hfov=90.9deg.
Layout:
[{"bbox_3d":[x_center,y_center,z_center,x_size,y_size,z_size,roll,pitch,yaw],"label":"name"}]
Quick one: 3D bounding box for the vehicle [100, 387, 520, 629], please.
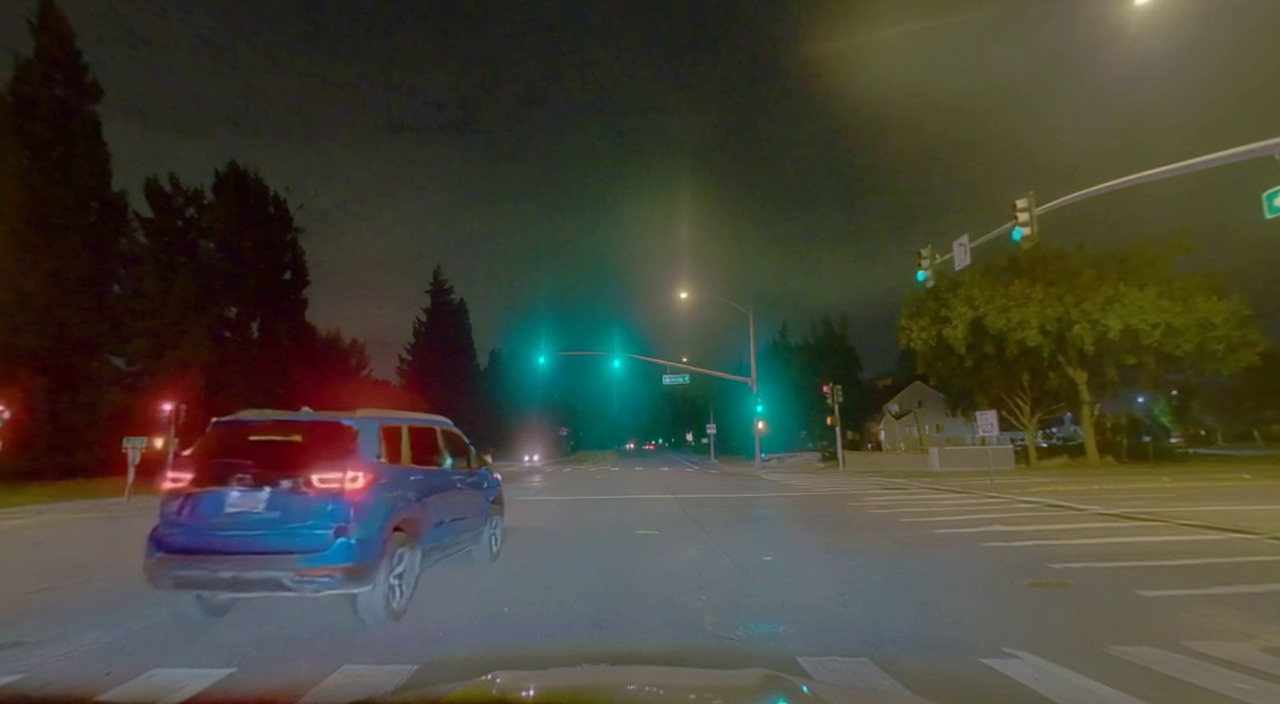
[{"bbox_3d":[-2.931,1.496,7.041,2.123,1.799,4.425,-1,-8,2],"label":"vehicle"}]
